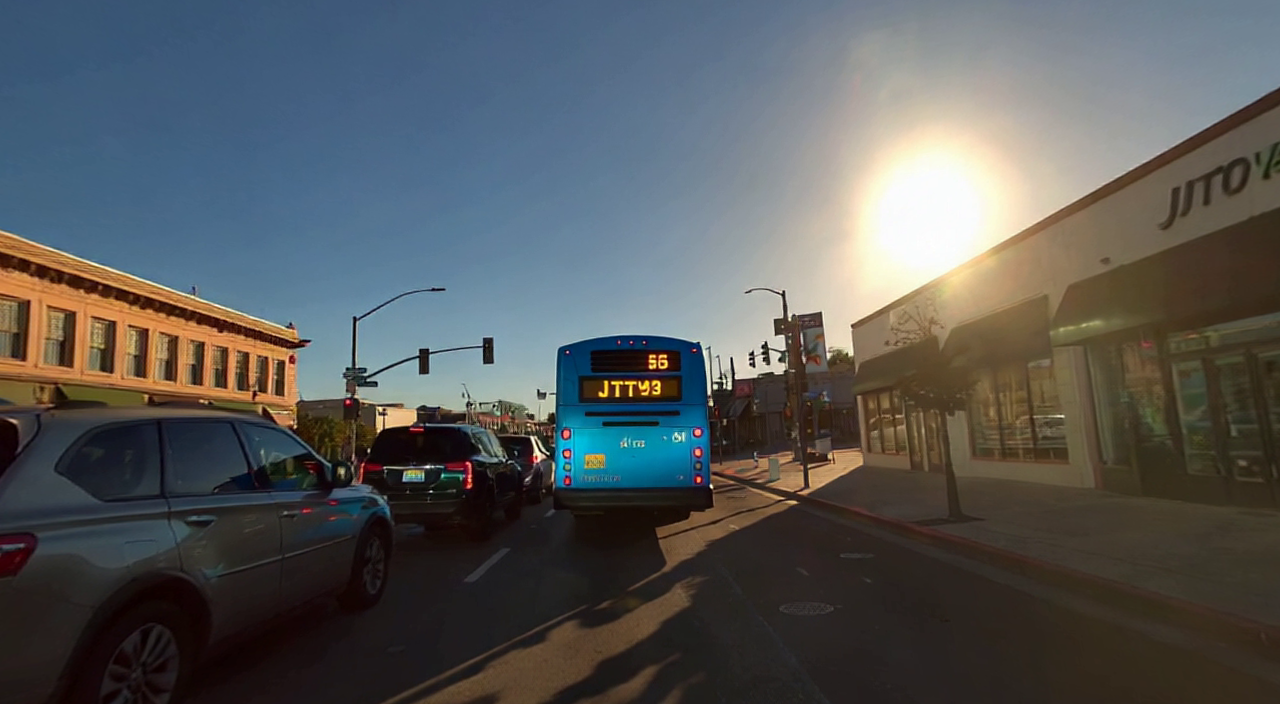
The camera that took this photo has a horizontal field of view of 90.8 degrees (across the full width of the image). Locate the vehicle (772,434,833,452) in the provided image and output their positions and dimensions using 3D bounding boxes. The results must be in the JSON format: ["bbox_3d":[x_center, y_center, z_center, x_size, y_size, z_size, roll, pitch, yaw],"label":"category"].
[{"bbox_3d":[11.964,6.737,46.649,3.949,1.337,1.738,0,-9,-2],"label":"vehicle"}]

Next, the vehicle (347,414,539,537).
[{"bbox_3d":[-3.345,2.210,11.893,2.096,1.828,4.669,0,-8,0],"label":"vehicle"}]

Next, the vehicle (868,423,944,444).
[{"bbox_3d":[19.832,6.111,47.191,4.827,1.555,1.863,1,-9,-6],"label":"vehicle"}]

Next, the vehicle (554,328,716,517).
[{"bbox_3d":[-0.295,2.003,16.640,2.938,3.468,9.972,0,-9,-2],"label":"vehicle"}]

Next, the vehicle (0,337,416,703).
[{"bbox_3d":[-3.217,1.090,3.963,2.020,1.725,4.384,0,-8,0],"label":"vehicle"}]
